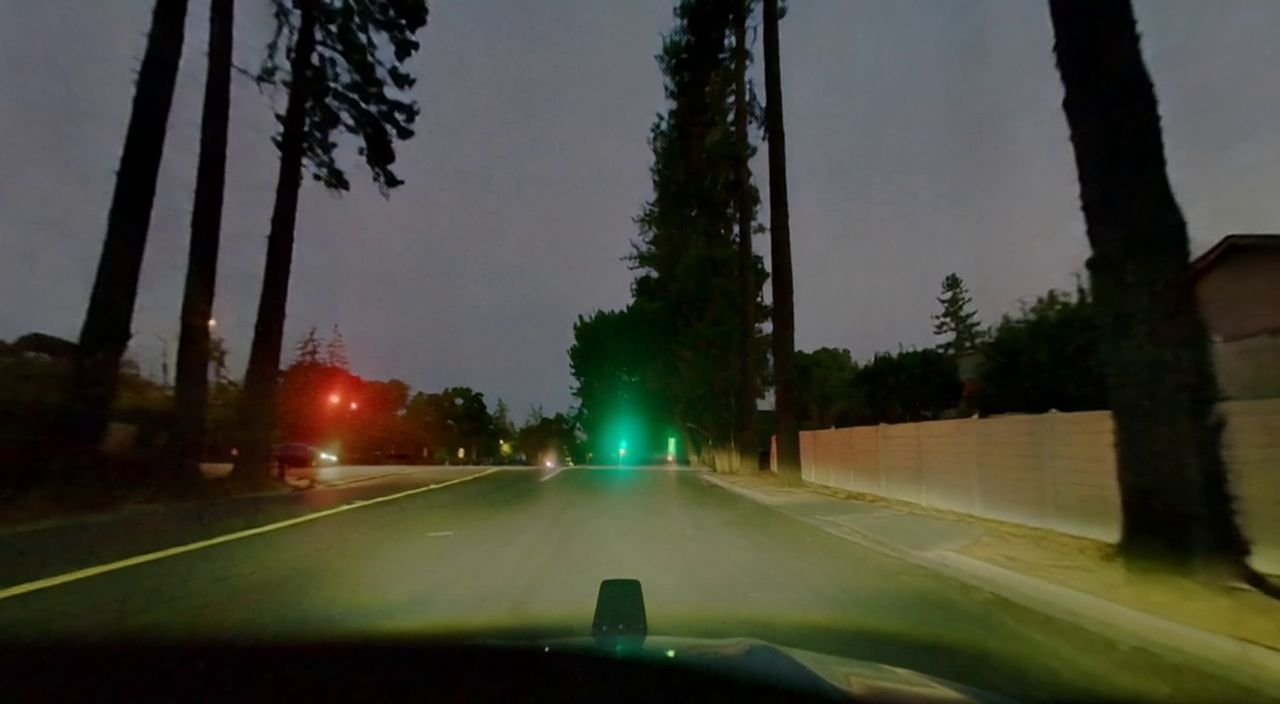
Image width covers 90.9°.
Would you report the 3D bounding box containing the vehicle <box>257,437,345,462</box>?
[{"bbox_3d":[-24.728,7.114,46.186,5.107,1.749,2.254,0,-8,-6],"label":"vehicle"}]
